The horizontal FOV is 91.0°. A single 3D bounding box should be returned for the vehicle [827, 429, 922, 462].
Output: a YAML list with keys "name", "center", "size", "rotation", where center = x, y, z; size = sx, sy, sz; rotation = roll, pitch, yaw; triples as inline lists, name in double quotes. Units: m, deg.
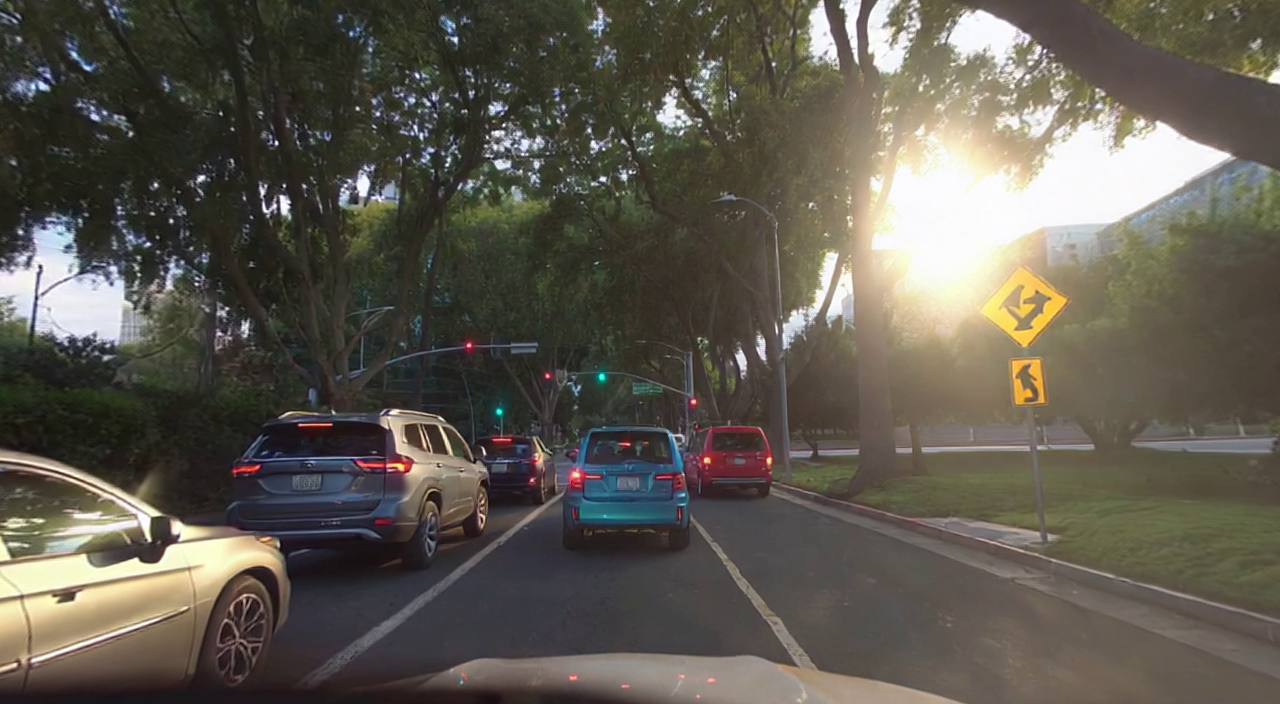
- name: "vehicle"
  center: [11.373, 4.556, 30.693]
  size: [3.883, 1.534, 1.779]
  rotation: [0, -8, 2]

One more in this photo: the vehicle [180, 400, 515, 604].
- name: "vehicle"
  center: [-2.891, 1.575, 7.446]
  size: [1.964, 1.712, 4.097]
  rotation: [0, -8, 0]

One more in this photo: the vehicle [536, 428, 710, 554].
- name: "vehicle"
  center: [-0.251, 1.916, 9.336]
  size: [2.025, 1.453, 3.848]
  rotation: [0, -8, -2]

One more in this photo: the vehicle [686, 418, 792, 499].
- name: "vehicle"
  center: [2.456, 2.805, 16.872]
  size: [2.059, 1.864, 4.541]
  rotation: [0, -8, -1]

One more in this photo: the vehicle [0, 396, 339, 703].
- name: "vehicle"
  center: [-2.947, 0.840, 1.623]
  size: [1.974, 1.484, 4.716]
  rotation: [0, -8, 1]
